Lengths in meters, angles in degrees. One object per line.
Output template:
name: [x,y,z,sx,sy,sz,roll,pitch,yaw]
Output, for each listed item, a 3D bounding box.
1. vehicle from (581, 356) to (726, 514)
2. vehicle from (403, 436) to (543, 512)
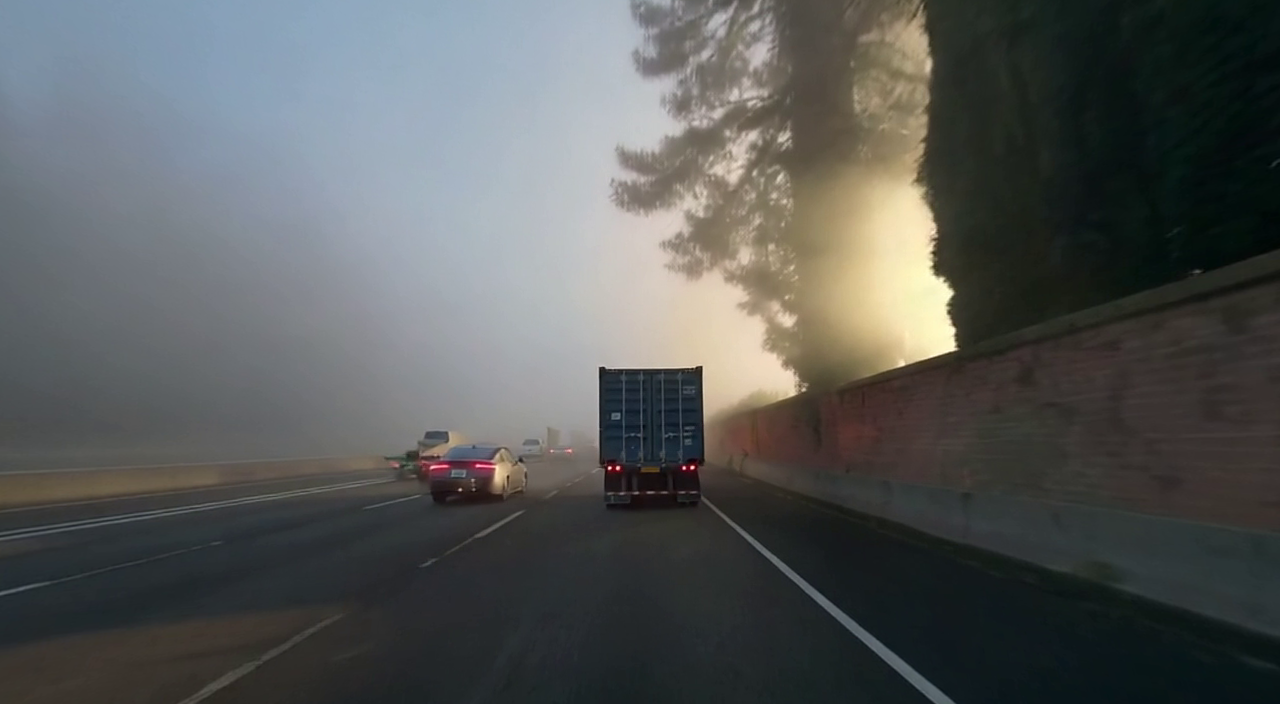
vehicle: [0.305,2.223,16.607,2.798,3.071,8.412,0,-8,1]
vehicle: [-3.664,2.758,14.834,1.974,1.475,4.538,0,-8,1]
